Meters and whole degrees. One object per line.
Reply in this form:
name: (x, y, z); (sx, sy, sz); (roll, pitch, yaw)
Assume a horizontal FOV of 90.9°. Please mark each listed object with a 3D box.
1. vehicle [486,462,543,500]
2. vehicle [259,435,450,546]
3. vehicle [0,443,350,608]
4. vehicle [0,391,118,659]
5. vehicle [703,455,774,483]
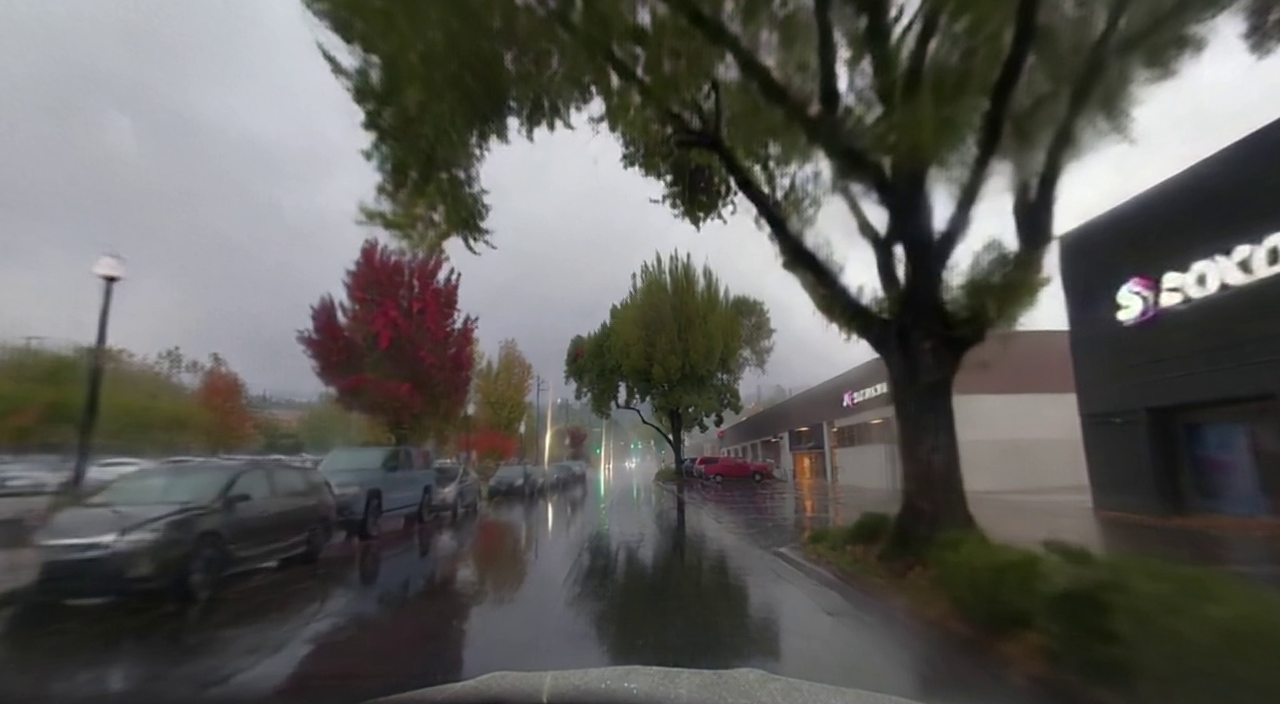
vehicle: (-5.883, 6.097, 30.011); (1.832, 1.623, 4.424); (1, -11, 0)
vehicle: (-6.004, 3.014, 14.101); (1.990, 2.011, 4.765); (1, -11, 0)
vehicle: (-6.011, 2.207, 8.733); (2.060, 1.688, 4.083); (1, -11, -1)
vehicle: (-5.858, 0.960, 2.942); (2.196, 2.001, 5.548); (1, -11, -3)
vehicle: (6.258, 7.506, 40.446); (4.193, 1.665, 1.924); (1, -11, -1)
